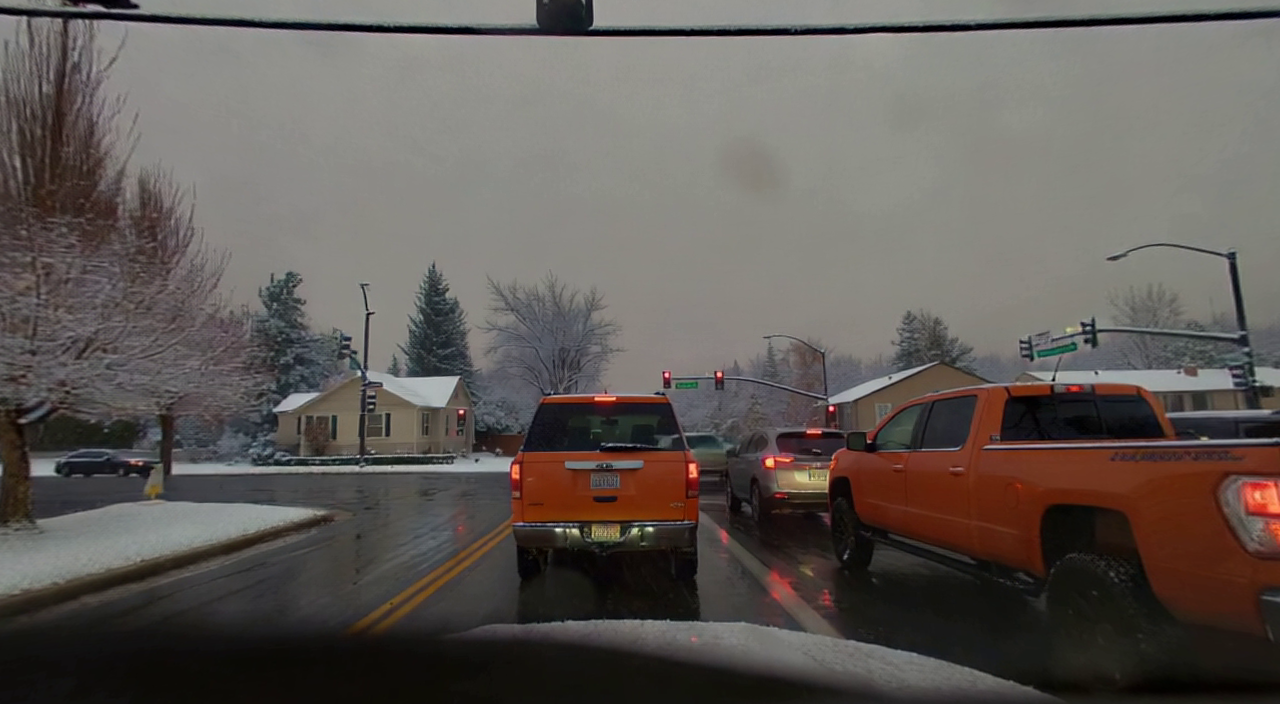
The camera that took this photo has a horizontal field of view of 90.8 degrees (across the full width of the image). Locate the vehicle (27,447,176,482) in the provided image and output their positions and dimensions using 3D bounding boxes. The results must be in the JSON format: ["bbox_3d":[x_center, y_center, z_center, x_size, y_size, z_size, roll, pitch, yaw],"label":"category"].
[{"bbox_3d":[-22.923,4.783,27.059,4.533,1.350,1.714,0,-8,-9],"label":"vehicle"}]

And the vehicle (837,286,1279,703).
[{"bbox_3d":[2.978,0.977,3.796,1.886,1.849,5.070,0,-8,-1],"label":"vehicle"}]

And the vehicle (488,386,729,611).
[{"bbox_3d":[-0.256,1.408,6.805,1.915,1.780,3.379,0,-8,0],"label":"vehicle"}]

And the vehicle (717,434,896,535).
[{"bbox_3d":[2.716,2.266,11.528,1.952,1.465,4.421,0,-8,-1],"label":"vehicle"}]
